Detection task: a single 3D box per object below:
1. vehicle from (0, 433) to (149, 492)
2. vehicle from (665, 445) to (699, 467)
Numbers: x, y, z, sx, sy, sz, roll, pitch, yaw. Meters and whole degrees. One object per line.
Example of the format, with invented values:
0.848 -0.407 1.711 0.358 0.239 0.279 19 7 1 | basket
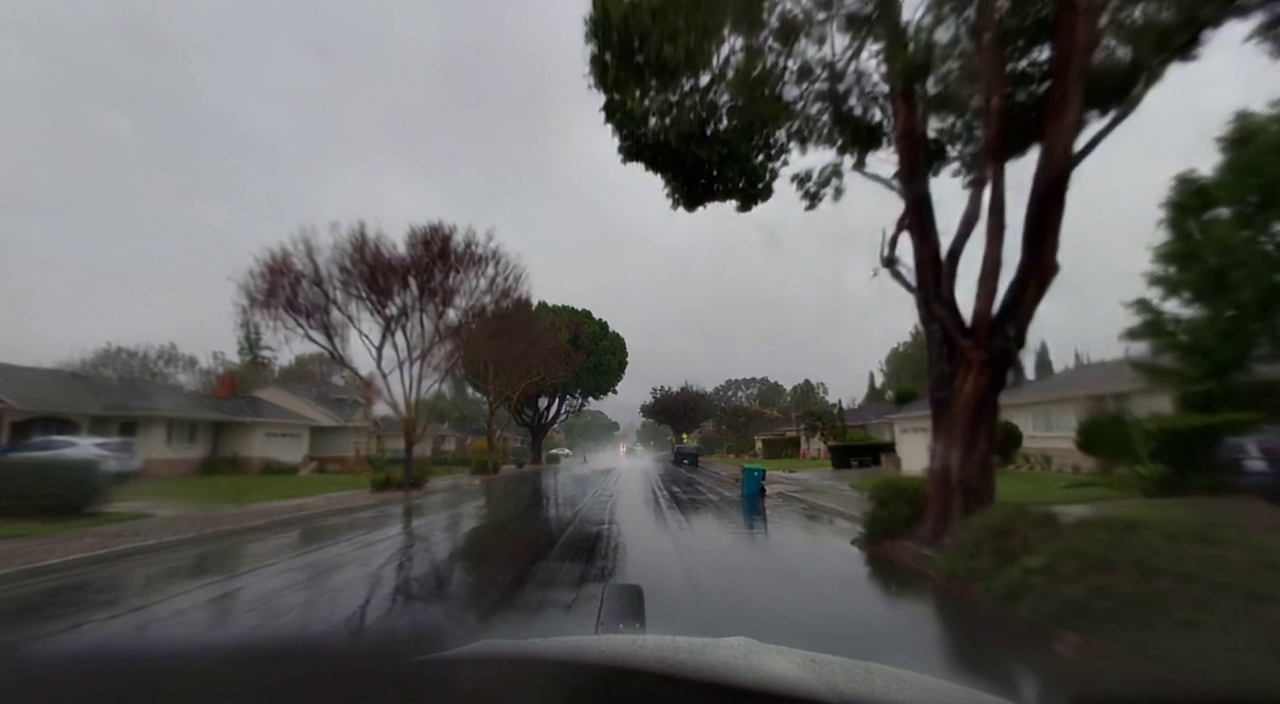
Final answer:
-17.441 3.367 19.599 1.957 1.602 4.326 3 -9 -17 | vehicle
3.144 7.964 48.424 2.136 1.596 4.790 0 -9 -2 | vehicle
